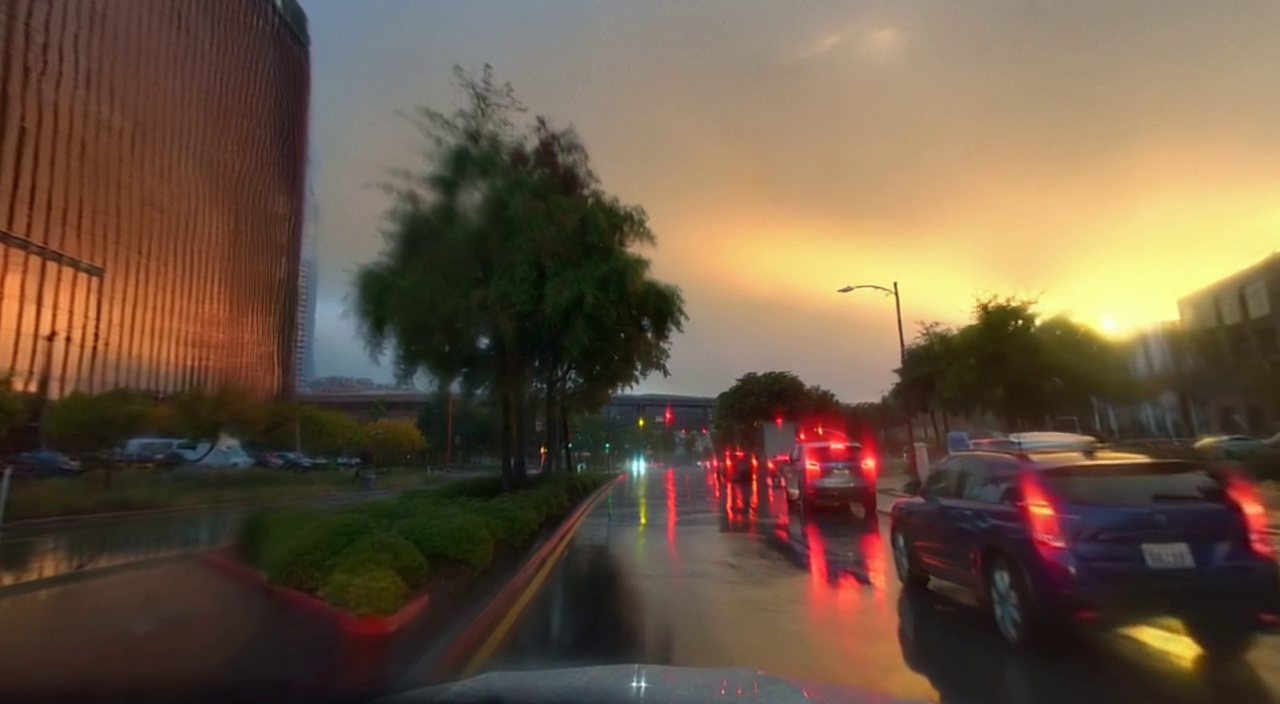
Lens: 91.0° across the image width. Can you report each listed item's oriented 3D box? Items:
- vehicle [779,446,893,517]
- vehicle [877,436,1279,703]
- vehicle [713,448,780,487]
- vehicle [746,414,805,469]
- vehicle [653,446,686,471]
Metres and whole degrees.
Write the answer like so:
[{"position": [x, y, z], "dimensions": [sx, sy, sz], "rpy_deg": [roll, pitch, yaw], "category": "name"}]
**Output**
[{"position": [5.072, 3.352, 17.038], "dimensions": [2.089, 1.609, 4.922], "rpy_deg": [-1, -9, 7], "category": "vehicle"}, {"position": [3.342, 1.427, 4.810], "dimensions": [2.032, 1.490, 3.871], "rpy_deg": [-1, -9, 8], "category": "vehicle"}, {"position": [4.649, 5.088, 28.075], "dimensions": [2.183, 1.553, 3.923], "rpy_deg": [0, -9, -1], "category": "vehicle"}, {"position": [9.971, 6.865, 48.009], "dimensions": [3.128, 3.616, 13.736], "rpy_deg": [-1, -9, 7], "category": "vehicle"}, {"position": [2.200, 7.650, 45.453], "dimensions": [2.121, 1.728, 4.161], "rpy_deg": [-1, -9, 6], "category": "vehicle"}]
